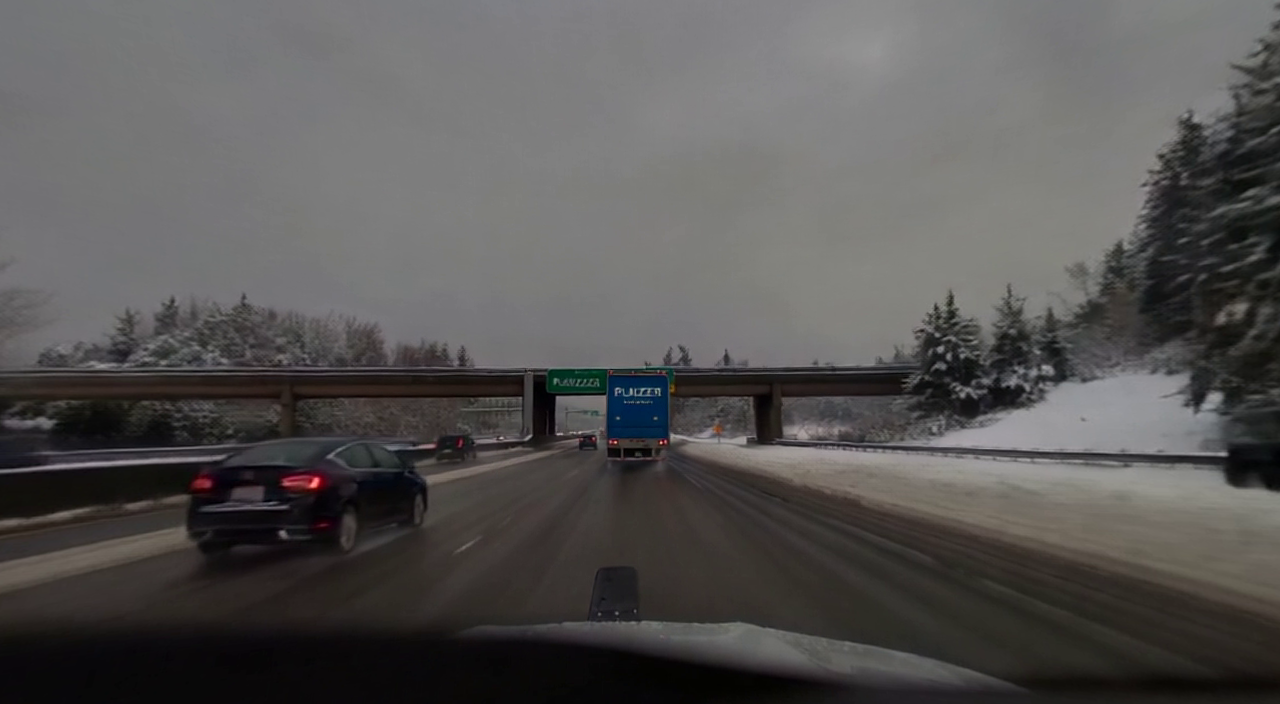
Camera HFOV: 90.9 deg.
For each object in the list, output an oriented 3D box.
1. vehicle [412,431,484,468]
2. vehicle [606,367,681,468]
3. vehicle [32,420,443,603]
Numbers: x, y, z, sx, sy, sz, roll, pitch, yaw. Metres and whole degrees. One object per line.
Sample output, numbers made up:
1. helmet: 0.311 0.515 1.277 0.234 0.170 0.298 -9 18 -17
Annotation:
1. vehicle: -8.591 4.394 28.597 2.041 1.566 3.986 0 -8 0
2. vehicle: -0.035 3.370 30.690 2.926 3.959 11.818 0 -8 -2
3. vehicle: -3.868 1.554 7.158 1.943 1.446 4.158 0 -8 0
